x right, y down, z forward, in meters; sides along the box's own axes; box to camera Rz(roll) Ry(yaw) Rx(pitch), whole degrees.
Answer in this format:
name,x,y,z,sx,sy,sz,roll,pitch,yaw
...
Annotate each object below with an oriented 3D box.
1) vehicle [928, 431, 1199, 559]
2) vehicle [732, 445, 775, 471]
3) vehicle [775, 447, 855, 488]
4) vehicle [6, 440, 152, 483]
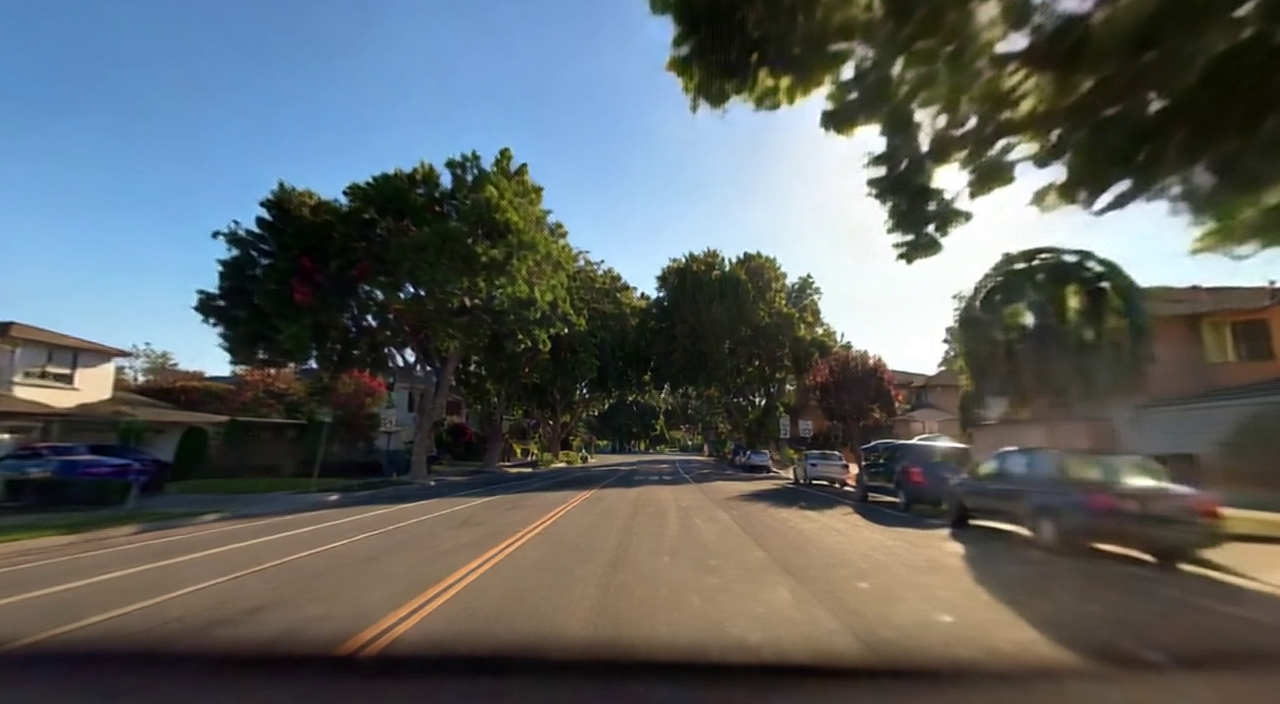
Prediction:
name,x,y,z,sx,sy,sz,roll,pitch,yaw
vehicle,6.418,2.167,10.192,1.798,1.669,3.626,0,-9,0
vehicle,7.199,6.743,40.426,1.893,1.543,4.434,0,-9,0
vehicle,6.835,4.525,25.121,1.913,1.479,4.209,0,-9,-1
vehicle,-21.347,4.151,24.299,1.746,1.464,4.040,1,-8,3
